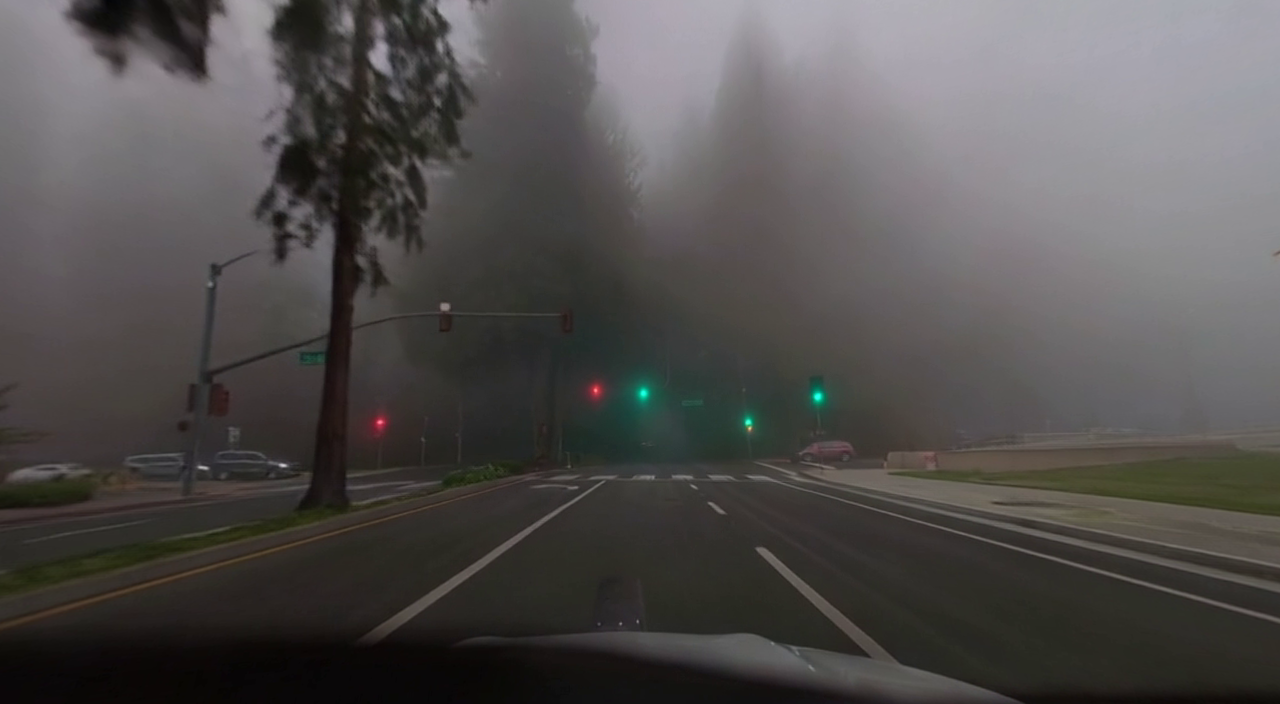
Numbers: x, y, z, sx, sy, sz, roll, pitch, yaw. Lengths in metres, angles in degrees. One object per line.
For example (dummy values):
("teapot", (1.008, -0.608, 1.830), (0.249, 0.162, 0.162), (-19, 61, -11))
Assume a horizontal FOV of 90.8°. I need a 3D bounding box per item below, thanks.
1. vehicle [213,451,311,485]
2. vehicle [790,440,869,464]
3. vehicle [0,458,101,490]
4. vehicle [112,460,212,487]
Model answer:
("vehicle", (-21.873, 6.713, 36.667), (4.445, 1.805, 1.944), (-2, -8, 3))
("vehicle", (12.612, 6.696, 42.181), (4.611, 1.505, 2.029), (0, -9, 0))
("vehicle", (-35.056, 7.181, 37.437), (4.516, 1.756, 2.201), (-2, -9, 9))
("vehicle", (-28.224, 7.175, 37.392), (4.505, 1.460, 1.929), (-1, -9, 6))
